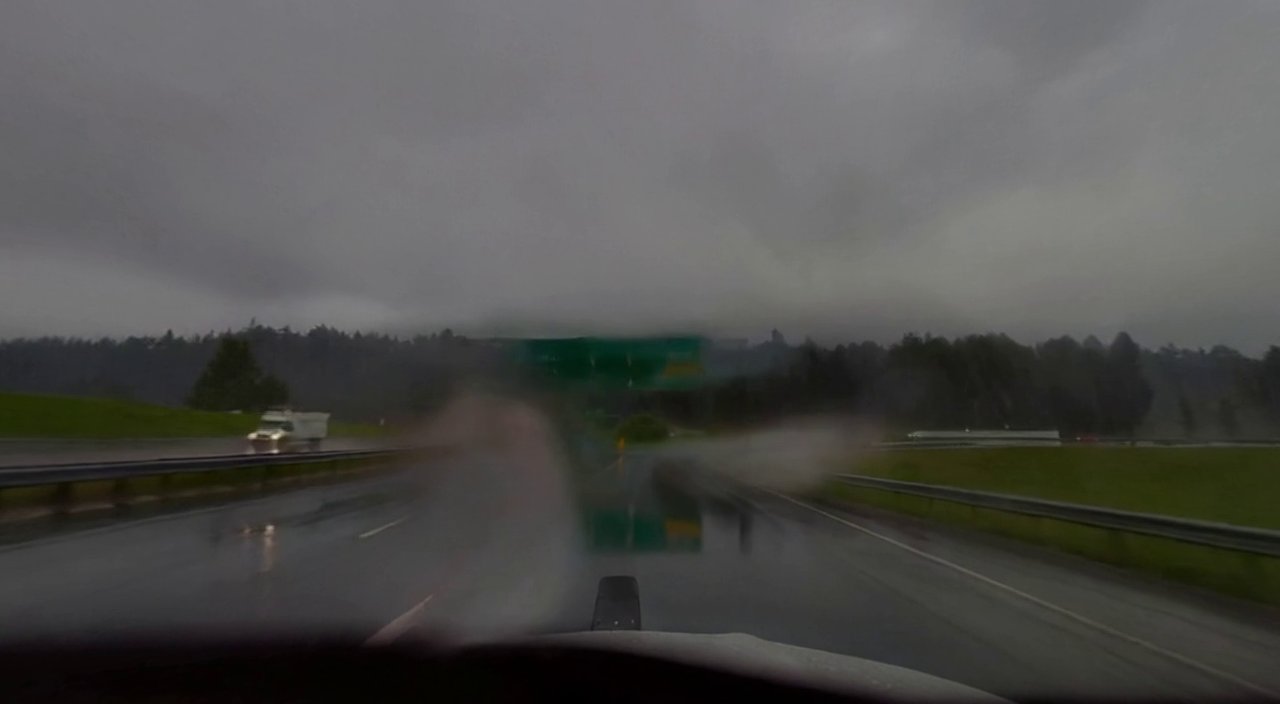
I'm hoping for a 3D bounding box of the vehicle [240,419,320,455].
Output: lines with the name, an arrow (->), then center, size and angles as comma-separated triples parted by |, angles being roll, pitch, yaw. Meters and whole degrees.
vehicle -> -25.953, 6.175, 45.771 | 2.208, 2.438, 6.660 | 0, -8, -4
